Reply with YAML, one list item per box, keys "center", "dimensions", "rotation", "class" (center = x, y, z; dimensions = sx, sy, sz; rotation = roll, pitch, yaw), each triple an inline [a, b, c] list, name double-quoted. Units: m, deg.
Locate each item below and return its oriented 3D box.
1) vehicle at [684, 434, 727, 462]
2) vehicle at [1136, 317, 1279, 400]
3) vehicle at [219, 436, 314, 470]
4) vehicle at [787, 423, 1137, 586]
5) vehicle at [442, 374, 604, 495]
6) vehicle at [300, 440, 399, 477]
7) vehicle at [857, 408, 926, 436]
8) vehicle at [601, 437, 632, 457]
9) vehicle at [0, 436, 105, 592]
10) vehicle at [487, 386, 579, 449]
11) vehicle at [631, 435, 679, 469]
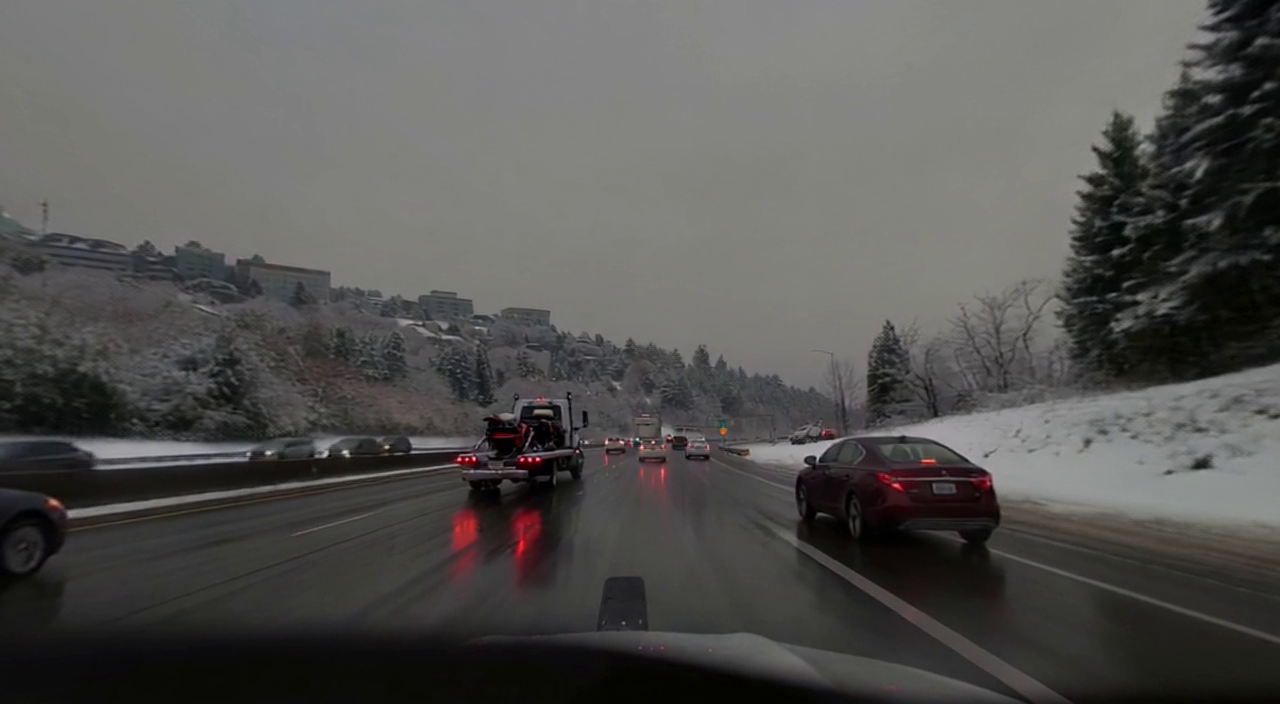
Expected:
- center: [3.968, 5.943, 39.117]
  dimensions: [2.075, 1.614, 4.682]
  rotation: [0, -8, -1]
  class: "vehicle"
- center: [15.565, 0.254, 16.157]
  dimensions: [1.979, 1.616, 4.268]
  rotation: [1, -8, -5]
  class: "vehicle"
- center: [-19.395, 5.245, 33.020]
  dimensions: [2.043, 1.619, 4.442]
  rotation: [0, -8, 3]
  class: "vehicle"
- center: [3.488, 1.720, 8.012]
  dimensions: [2.040, 1.481, 4.260]
  rotation: [0, -8, -3]
  class: "vehicle"
- center: [-3.144, 2.744, 20.569]
  dimensions: [3.162, 2.955, 10.282]
  rotation: [0, -8, 1]
  class: "vehicle"
- center: [-12.755, 4.687, 28.052]
  dimensions: [2.109, 1.471, 4.367]
  rotation: [0, -8, 3]
  class: "vehicle"
- center: [14.044, 4.000, 35.530]
  dimensions: [1.930, 1.454, 4.126]
  rotation: [1, -8, -4]
  class: "vehicle"
- center: [-1.763, 7.425, 49.354]
  dimensions: [2.016, 1.450, 4.310]
  rotation: [0, -8, 3]
  class: "vehicle"
- center: [-6.814, 1.262, 4.295]
  dimensions: [1.964, 1.395, 4.948]
  rotation: [0, -8, 1]
  class: "vehicle"
- center: [-3.112, 2.115, 19.424]
  dimensions: [1.893, 1.674, 4.766]
  rotation: [0, -8, 1]
  class: "vehicle"
- center: [0.671, 4.660, 29.521]
  dimensions: [2.079, 1.499, 3.915]
  rotation: [0, -8, 1]
  class: "vehicle"
